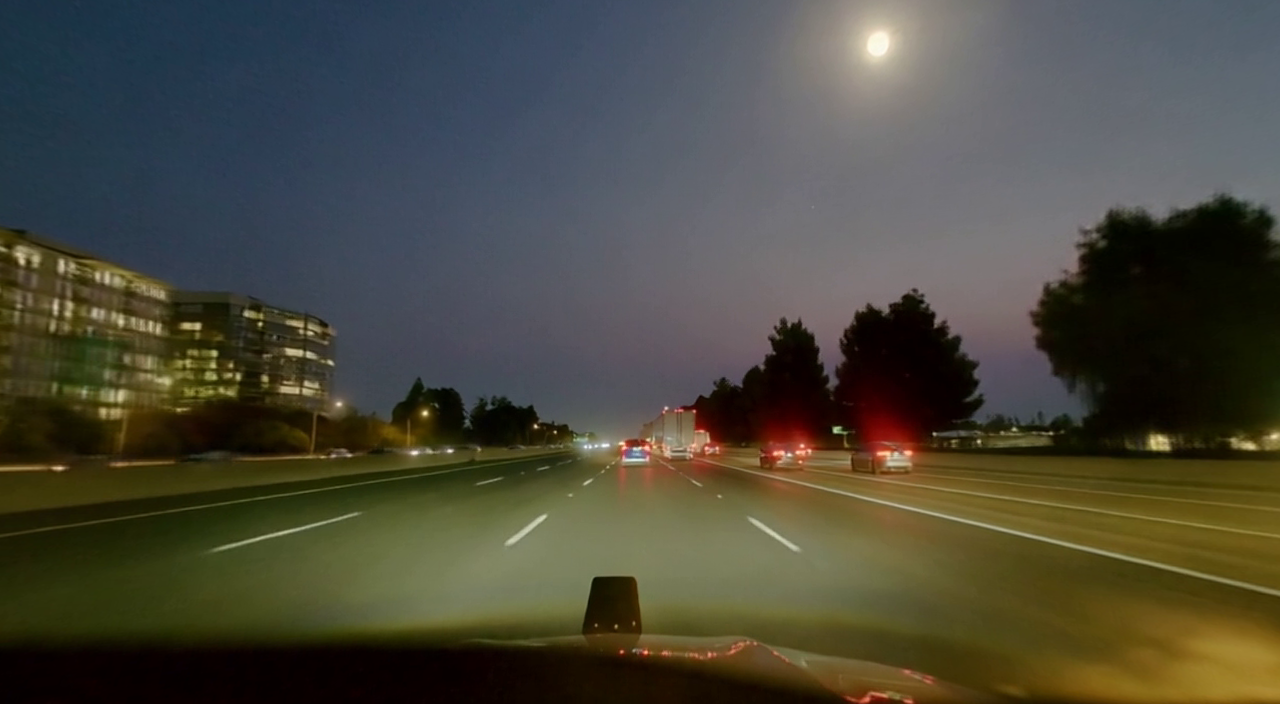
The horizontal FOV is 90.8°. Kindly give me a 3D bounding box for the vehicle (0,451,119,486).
[{"bbox_3d":[-29.742,5.958,32.606,1.904,1.592,4.520,0,-8,-1],"label":"vehicle"}]

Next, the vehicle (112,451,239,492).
[{"bbox_3d":[-18.400,4.717,25.309,1.898,1.438,4.179,0,-8,1],"label":"vehicle"}]

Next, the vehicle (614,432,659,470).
[{"bbox_3d":[-0.230,5.414,34.639,2.297,1.912,4.355,0,-8,-1],"label":"vehicle"}]
